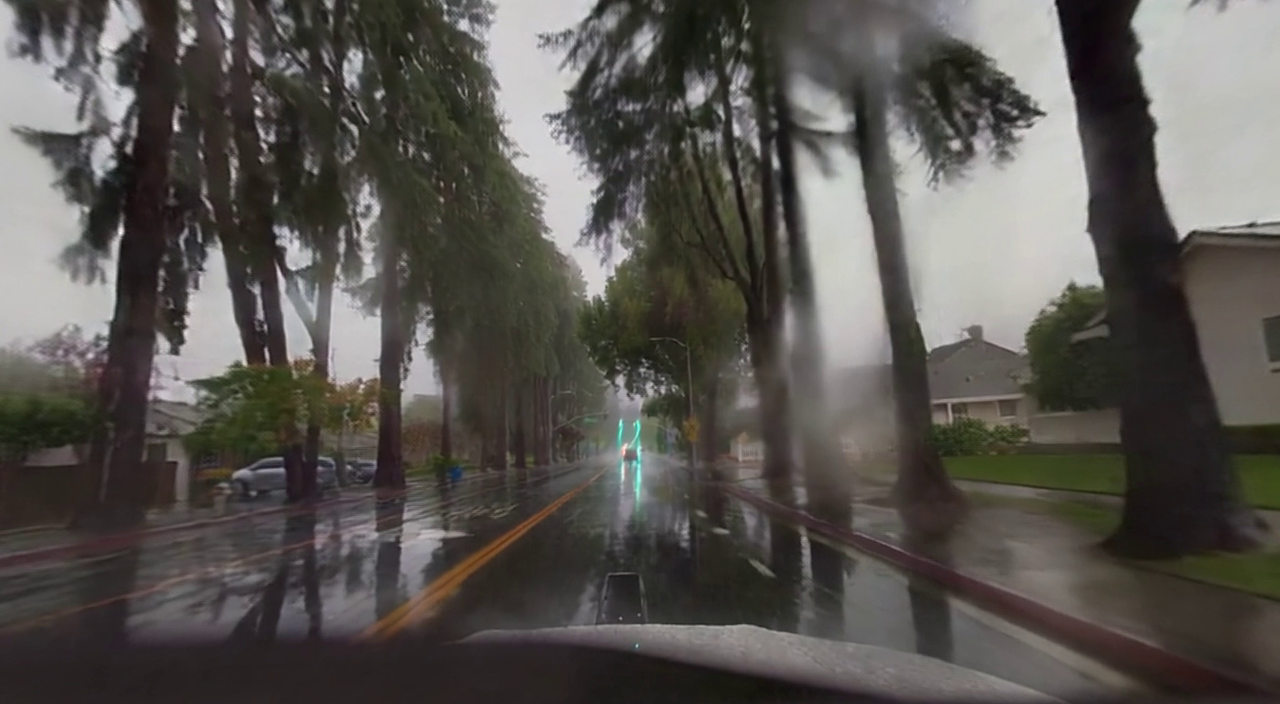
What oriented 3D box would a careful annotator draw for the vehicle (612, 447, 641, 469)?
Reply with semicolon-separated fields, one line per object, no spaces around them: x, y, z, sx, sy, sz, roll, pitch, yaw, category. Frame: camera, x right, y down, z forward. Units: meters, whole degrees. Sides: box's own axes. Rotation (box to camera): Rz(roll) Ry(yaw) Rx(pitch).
-0.995;7.893;47.151;2.104;1.500;3.815;0;-9;-1;vehicle

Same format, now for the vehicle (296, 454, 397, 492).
-16.159;6.666;35.049;2.043;1.803;4.631;-12;-13;37;vehicle

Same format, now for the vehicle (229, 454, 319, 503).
-16.671;5.720;29.157;2.378;1.922;5.801;1;-9;-18;vehicle
